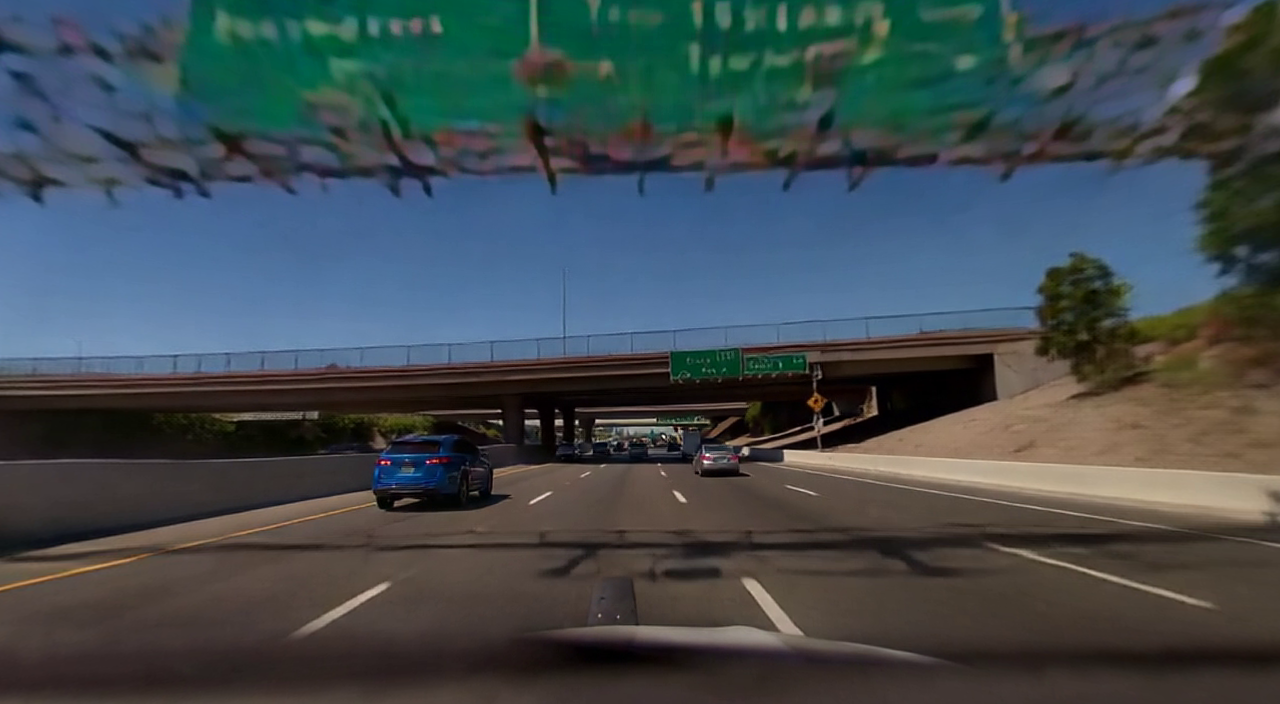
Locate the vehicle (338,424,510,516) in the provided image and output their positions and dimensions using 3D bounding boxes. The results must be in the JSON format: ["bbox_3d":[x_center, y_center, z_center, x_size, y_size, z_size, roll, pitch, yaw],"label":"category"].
[{"bbox_3d":[-4.367,2.443,13.596,2.193,1.641,4.077,0,-8,1],"label":"vehicle"}]

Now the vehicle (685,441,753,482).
[{"bbox_3d":[2.993,4.244,24.889,2.083,1.453,4.307,0,-8,-1],"label":"vehicle"}]
